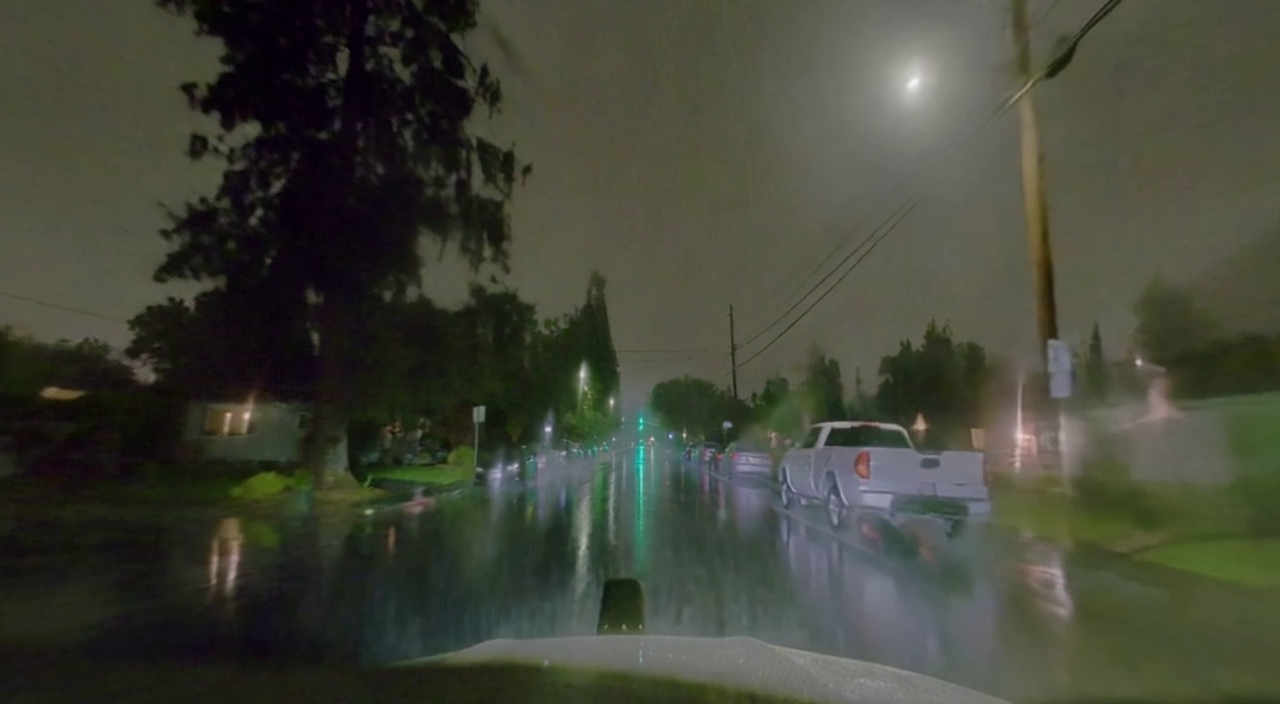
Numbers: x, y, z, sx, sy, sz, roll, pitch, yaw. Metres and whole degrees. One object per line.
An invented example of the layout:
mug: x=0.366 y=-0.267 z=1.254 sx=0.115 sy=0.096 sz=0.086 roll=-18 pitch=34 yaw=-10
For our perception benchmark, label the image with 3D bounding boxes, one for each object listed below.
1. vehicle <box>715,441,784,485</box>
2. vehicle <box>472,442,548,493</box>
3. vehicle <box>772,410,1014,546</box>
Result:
vehicle: x=4.123 y=4.240 z=24.329 sx=1.862 sy=1.525 sz=4.421 roll=0 pitch=-8 yaw=0
vehicle: x=-4.456 y=3.981 z=22.128 sx=1.870 sy=1.562 sz=4.212 roll=0 pitch=-8 yaw=-1
vehicle: x=4.107 y=2.155 z=11.471 sx=2.215 sy=1.897 sz=5.131 roll=0 pitch=-8 yaw=-1
